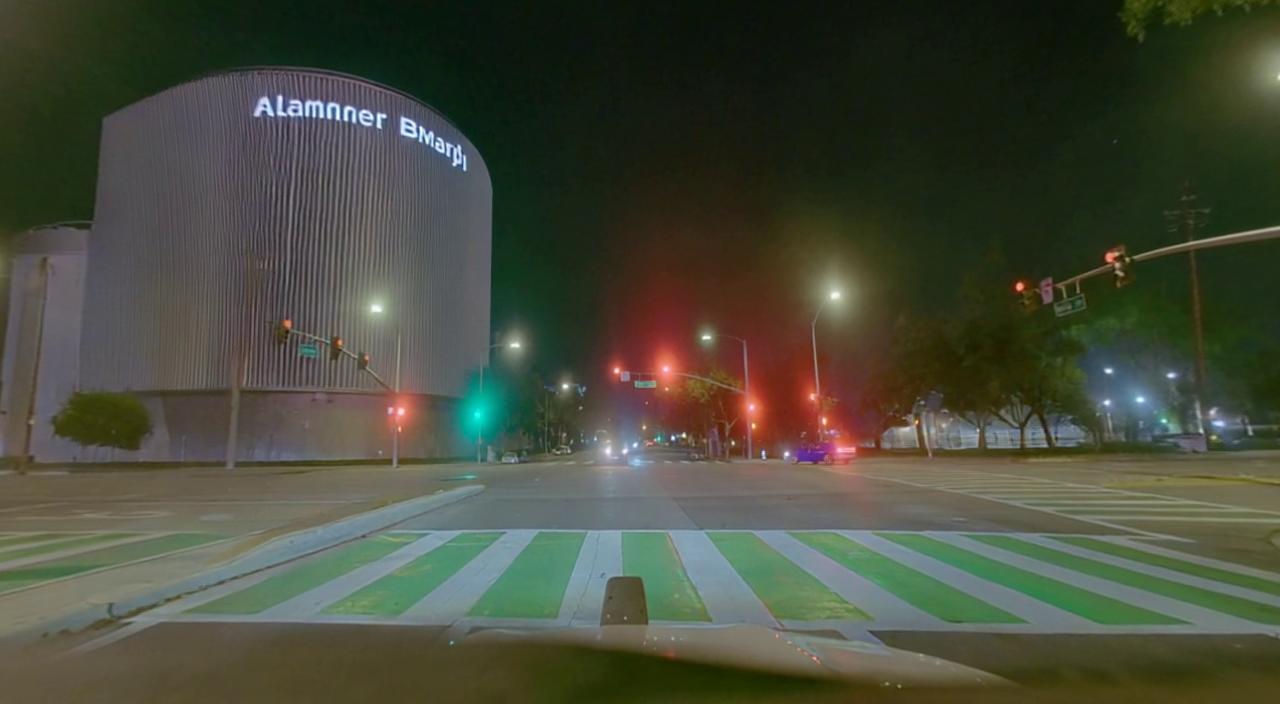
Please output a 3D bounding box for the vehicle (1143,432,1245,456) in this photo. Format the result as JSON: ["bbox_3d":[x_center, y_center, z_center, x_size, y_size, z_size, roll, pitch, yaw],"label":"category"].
[{"bbox_3d":[36.156,6.016,41.194,4.767,1.456,1.858,0,-8,2],"label":"vehicle"}]

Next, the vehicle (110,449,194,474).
[{"bbox_3d":[-33.069,7.406,42.751,4.136,1.661,1.857,0,-8,1],"label":"vehicle"}]

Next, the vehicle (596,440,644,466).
[{"bbox_3d":[-1.313,6.115,38.291,2.280,1.454,4.836,1,-9,-10],"label":"vehicle"}]

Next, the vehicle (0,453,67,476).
[{"bbox_3d":[-41.646,7.633,42.767,3.698,1.467,1.779,0,-8,1],"label":"vehicle"}]

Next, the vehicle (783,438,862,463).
[{"bbox_3d":[11.378,6.188,39.602,4.529,1.457,1.981,-2,-9,9],"label":"vehicle"}]
